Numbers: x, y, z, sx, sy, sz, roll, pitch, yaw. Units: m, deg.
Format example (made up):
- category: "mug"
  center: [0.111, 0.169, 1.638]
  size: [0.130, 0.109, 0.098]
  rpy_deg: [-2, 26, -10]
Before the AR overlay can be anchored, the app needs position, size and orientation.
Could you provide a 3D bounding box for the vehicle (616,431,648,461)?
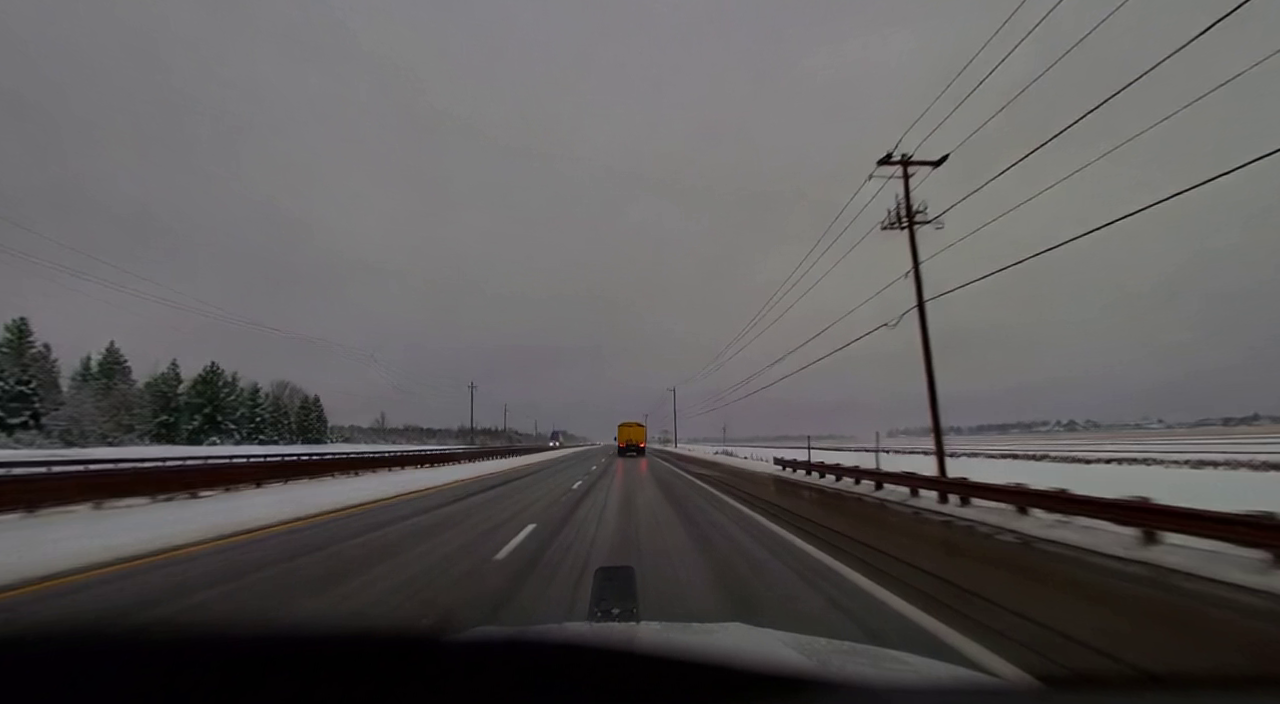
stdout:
- category: "vehicle"
  center: [-0.622, 6.981, 46.937]
  size: [2.240, 2.129, 4.480]
  rpy_deg: [0, -8, -2]
